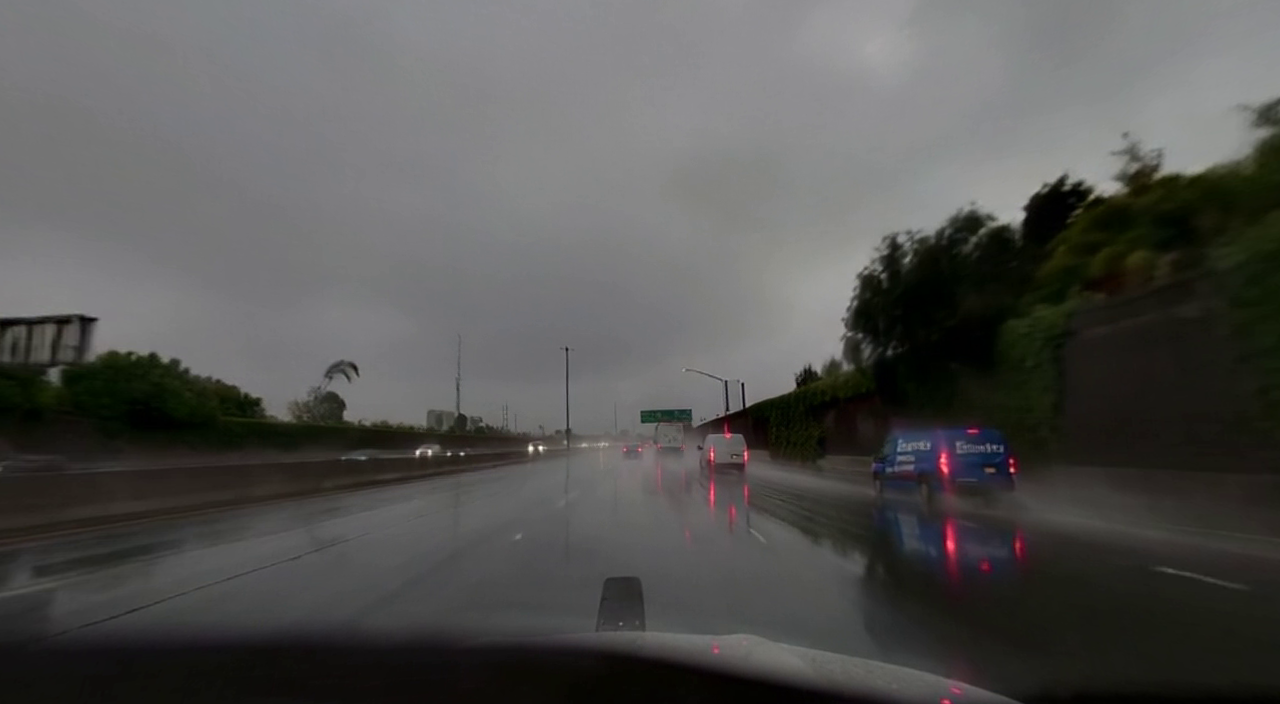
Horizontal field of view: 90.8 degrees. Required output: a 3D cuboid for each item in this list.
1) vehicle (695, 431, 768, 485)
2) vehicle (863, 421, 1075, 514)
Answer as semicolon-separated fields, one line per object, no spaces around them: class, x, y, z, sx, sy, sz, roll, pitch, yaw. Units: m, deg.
vehicle;3.494;4.166;25.132;2.035;1.931;4.841;0;-9;-2
vehicle;7.406;2.658;15.032;2.266;1.799;4.947;0;-9;-1
